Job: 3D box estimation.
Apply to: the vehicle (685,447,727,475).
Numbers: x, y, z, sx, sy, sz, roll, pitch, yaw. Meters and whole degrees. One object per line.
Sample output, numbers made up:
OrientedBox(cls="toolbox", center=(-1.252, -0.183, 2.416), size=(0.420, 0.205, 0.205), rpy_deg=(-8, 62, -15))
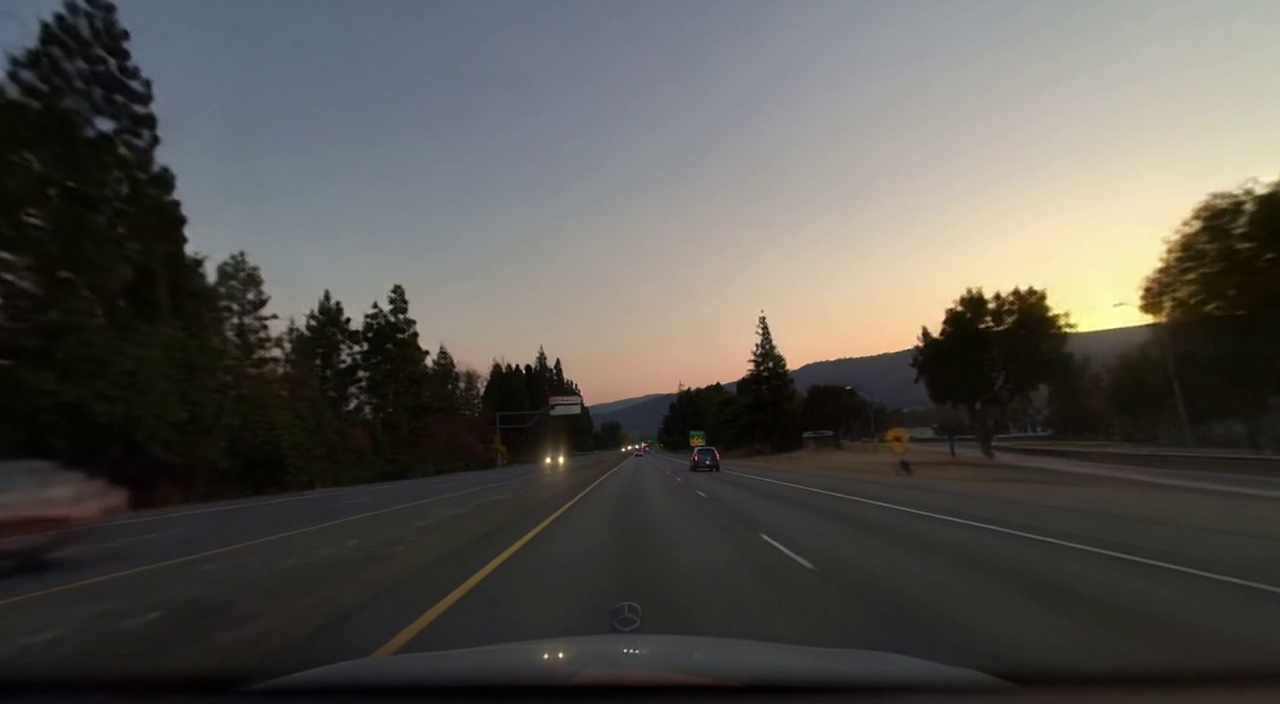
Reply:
OrientedBox(cls="vehicle", center=(3.909, 6.504, 37.871), size=(2.013, 1.584, 3.995), rpy_deg=(0, -9, -1))
